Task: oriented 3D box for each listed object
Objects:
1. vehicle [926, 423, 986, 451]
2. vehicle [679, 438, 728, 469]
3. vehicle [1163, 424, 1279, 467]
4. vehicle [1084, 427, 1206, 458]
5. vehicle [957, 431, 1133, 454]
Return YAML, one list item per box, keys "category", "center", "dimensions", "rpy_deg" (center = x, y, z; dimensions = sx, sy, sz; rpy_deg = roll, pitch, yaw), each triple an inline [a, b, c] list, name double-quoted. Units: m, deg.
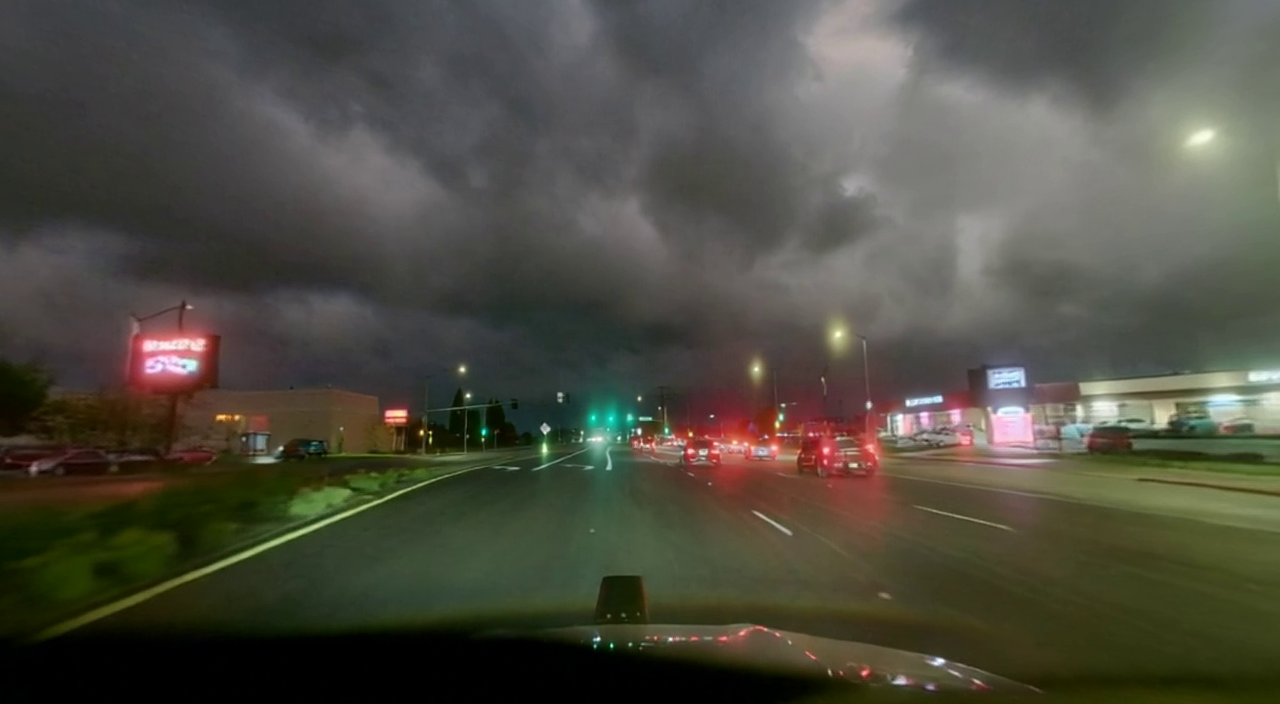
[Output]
- category: "vehicle"
  center: [24.692, 6.687, 49.544]
  dimensions: [2.340, 2.048, 6.148]
  rpy_deg: [-1, -8, 8]
- category: "vehicle"
  center: [3.314, 5.408, 33.831]
  dimensions: [2.038, 1.528, 4.259]
  rpy_deg: [0, -8, -2]
- category: "vehicle"
  center: [25.911, 4.060, 27.567]
  dimensions: [4.544, 1.474, 1.772]
  rpy_deg: [-3, -7, -5]
- category: "vehicle"
  center: [26.181, 4.704, 32.754]
  dimensions: [4.726, 1.515, 1.914]
  rpy_deg: [0, -8, -2]
- category: "vehicle"
  center: [25.562, 5.861, 40.838]
  dimensions: [2.870, 1.165, 10.713]
  rpy_deg: [-1, -8, -12]
